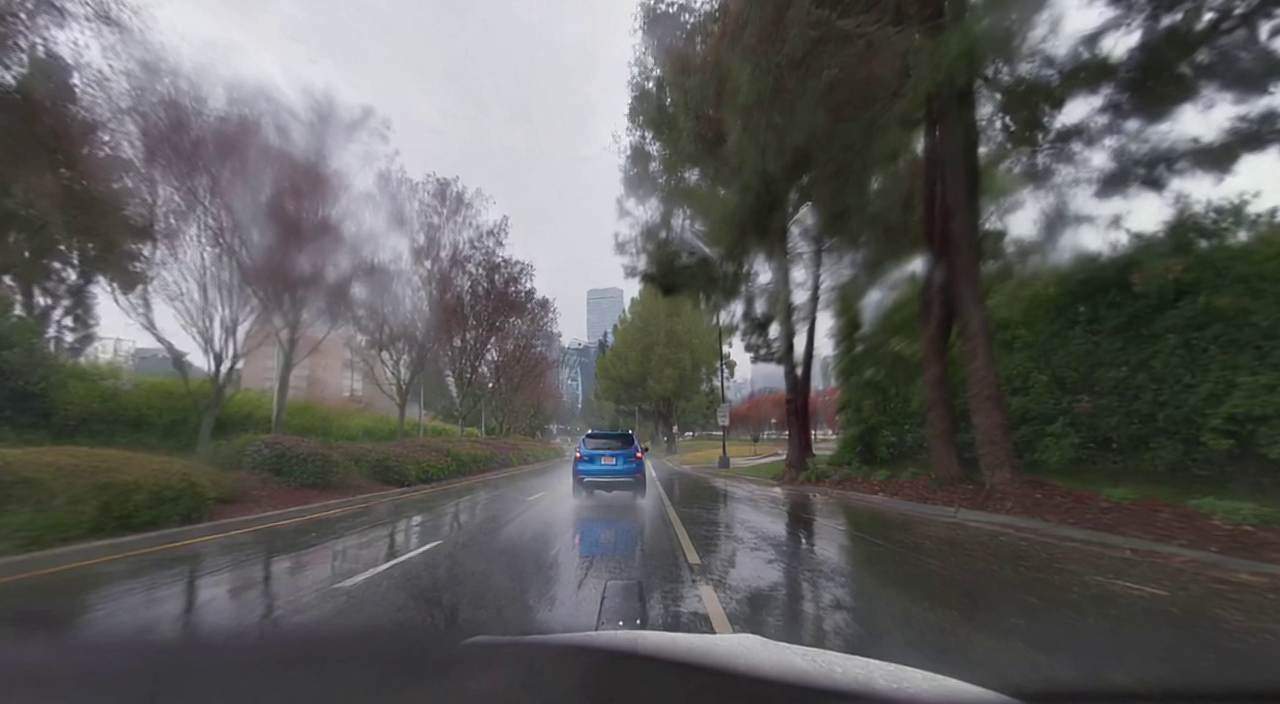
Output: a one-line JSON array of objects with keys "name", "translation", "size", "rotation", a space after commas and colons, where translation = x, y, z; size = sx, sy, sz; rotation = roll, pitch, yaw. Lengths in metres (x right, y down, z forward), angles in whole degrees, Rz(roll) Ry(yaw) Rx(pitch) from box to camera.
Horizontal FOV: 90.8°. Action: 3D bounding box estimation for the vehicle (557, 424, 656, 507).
[{"name": "vehicle", "translation": [-0.729, 2.766, 15.824], "size": [2.131, 1.761, 4.242], "rotation": [0, -8, 0]}]
